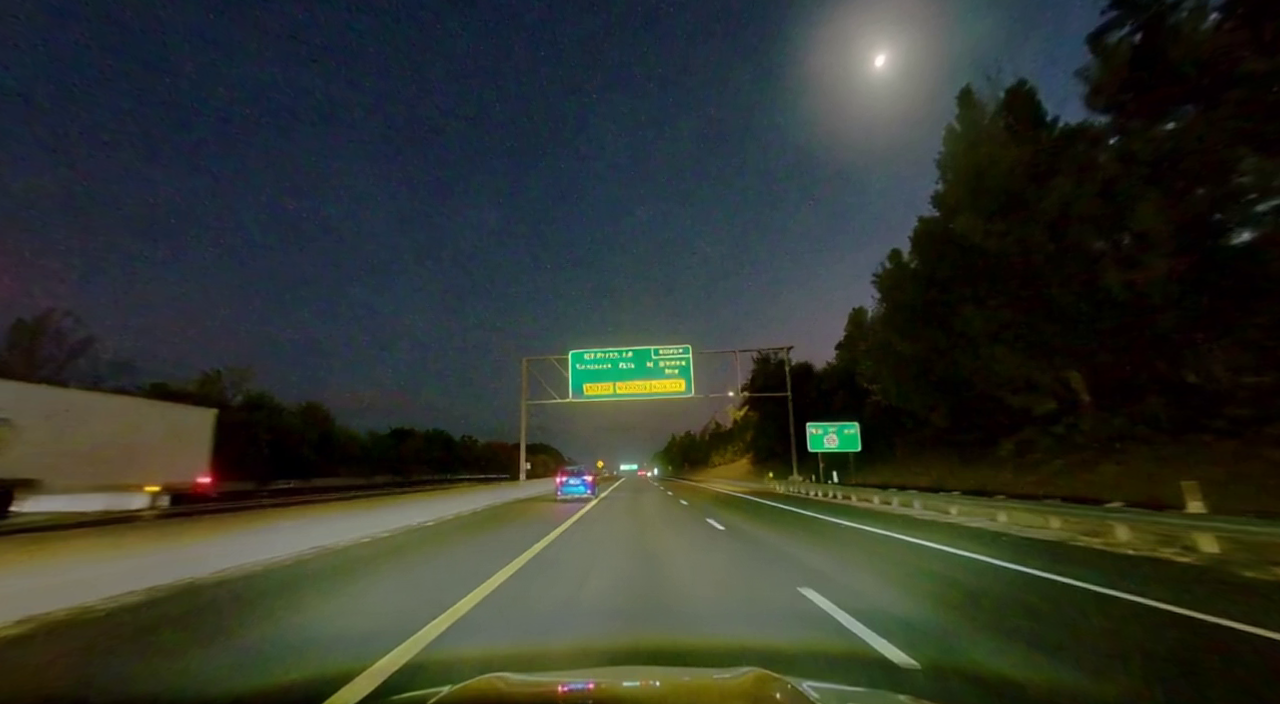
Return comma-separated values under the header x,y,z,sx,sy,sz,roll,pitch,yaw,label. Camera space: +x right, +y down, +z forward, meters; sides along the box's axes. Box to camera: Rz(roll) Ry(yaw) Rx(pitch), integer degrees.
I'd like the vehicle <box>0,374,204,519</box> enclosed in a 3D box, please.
x,y,z,sx,sy,sz,roll,pitch,yaw,label
-19.757,2.905,19.153,2.943,4.068,14.091,1,-11,0,vehicle

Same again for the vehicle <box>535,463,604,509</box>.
x,y,z,sx,sy,sz,roll,pitch,yaw,label
-2.533,4.946,23.543,2.016,1.530,4.009,1,-11,1,vehicle
